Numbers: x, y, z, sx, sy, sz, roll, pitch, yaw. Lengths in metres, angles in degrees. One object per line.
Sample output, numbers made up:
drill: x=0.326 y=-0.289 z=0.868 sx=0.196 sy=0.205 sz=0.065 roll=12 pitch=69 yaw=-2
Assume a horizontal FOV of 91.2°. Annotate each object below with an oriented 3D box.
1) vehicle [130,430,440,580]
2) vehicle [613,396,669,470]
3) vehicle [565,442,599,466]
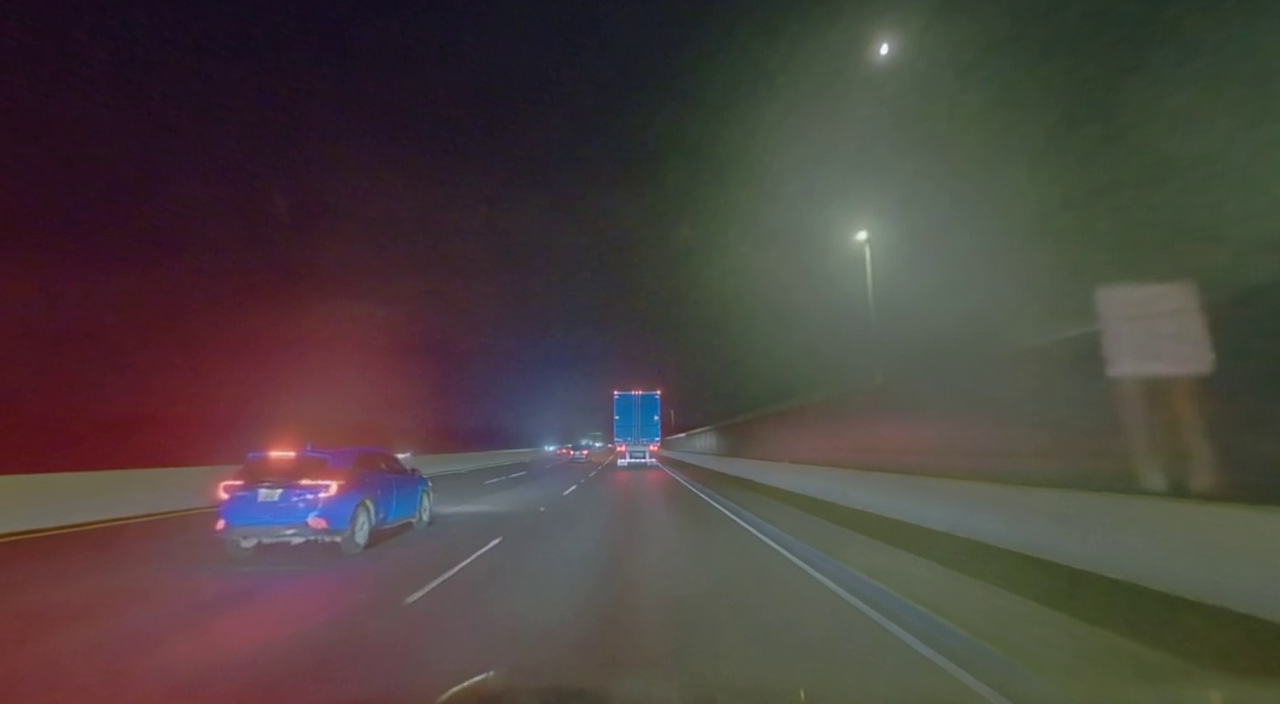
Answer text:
vehicle: x=-4.237 y=1.858 z=8.354 sx=1.895 sy=1.500 sz=3.808 roll=0 pitch=-9 yaw=0
vehicle: x=-0.036 y=5.381 z=40.673 sx=3.123 sy=4.094 sz=10.812 roll=0 pitch=-9 yaw=-1
vehicle: x=-4.052 y=7.237 z=44.507 sx=2.006 sy=1.572 sz=4.082 roll=0 pitch=-9 yaw=0
